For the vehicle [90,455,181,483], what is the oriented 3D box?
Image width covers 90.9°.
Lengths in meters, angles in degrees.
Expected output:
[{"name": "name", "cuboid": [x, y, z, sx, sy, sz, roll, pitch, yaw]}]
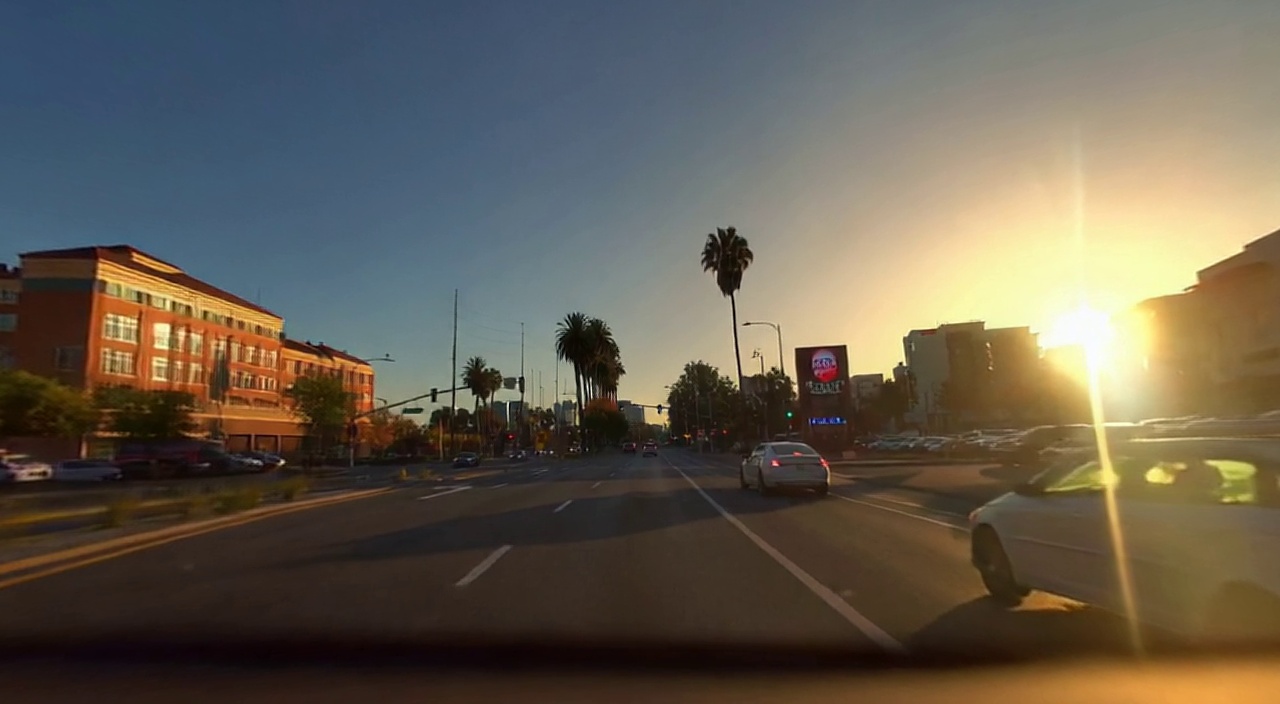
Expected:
[{"name": "vehicle", "cuboid": [-29.486, 6.828, 37.035, 1.966, 1.430, 4.309, 0, -9, -4]}]

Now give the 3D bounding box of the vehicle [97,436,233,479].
[{"name": "vehicle", "cuboid": [-30.781, 6.839, 40.994, 7.019, 2.687, 2.419, -1, -8, 4]}]

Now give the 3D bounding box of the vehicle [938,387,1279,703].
[{"name": "vehicle", "cuboid": [3.660, 1.055, 3.568, 1.931, 1.534, 4.126, 0, -8, 0]}]

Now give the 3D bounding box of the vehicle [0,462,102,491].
[{"name": "vehicle", "cuboid": [-31.413, 6.611, 33.645, 1.703, 1.328, 4.065, 0, -8, 1]}]

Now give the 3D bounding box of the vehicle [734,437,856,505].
[{"name": "vehicle", "cuboid": [3.732, 2.947, 16.143, 1.870, 1.467, 4.800, 0, -8, 0]}]
